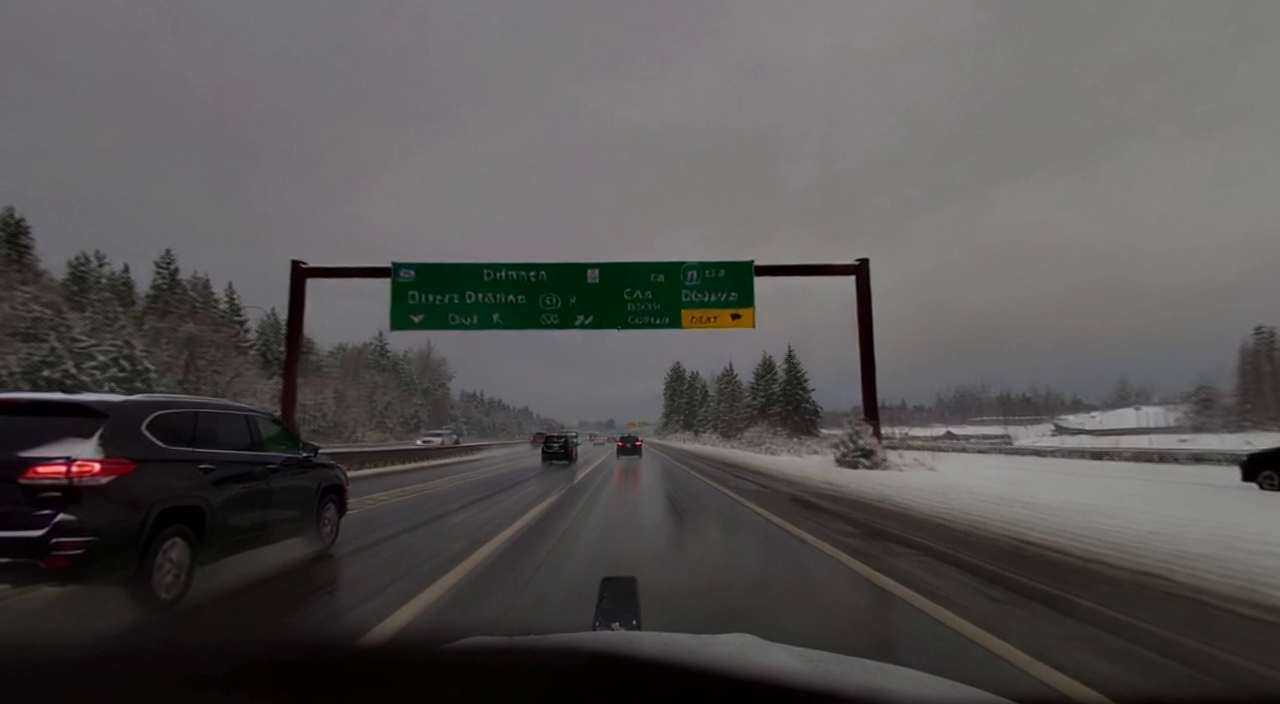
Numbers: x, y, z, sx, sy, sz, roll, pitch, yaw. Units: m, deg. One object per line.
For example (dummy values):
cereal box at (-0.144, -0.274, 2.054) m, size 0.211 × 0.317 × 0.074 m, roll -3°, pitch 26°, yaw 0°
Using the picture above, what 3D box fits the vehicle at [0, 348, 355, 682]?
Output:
vehicle at (-4.514, 1.166, 5.596) m, size 1.971 × 1.822 × 4.366 m, roll 0°, pitch -7°, yaw -1°

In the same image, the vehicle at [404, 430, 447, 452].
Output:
vehicle at (-16.739, 6.981, 49.280) m, size 1.877 × 1.639 × 4.310 m, roll 0°, pitch -8°, yaw 0°

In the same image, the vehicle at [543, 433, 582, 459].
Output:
vehicle at (-4.636, 5.657, 38.117) m, size 1.909 × 1.445 × 4.087 m, roll 0°, pitch -7°, yaw -1°

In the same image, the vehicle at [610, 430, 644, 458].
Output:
vehicle at (-0.803, 5.776, 39.685) m, size 2.002 × 1.611 × 3.778 m, roll 0°, pitch -8°, yaw -1°
